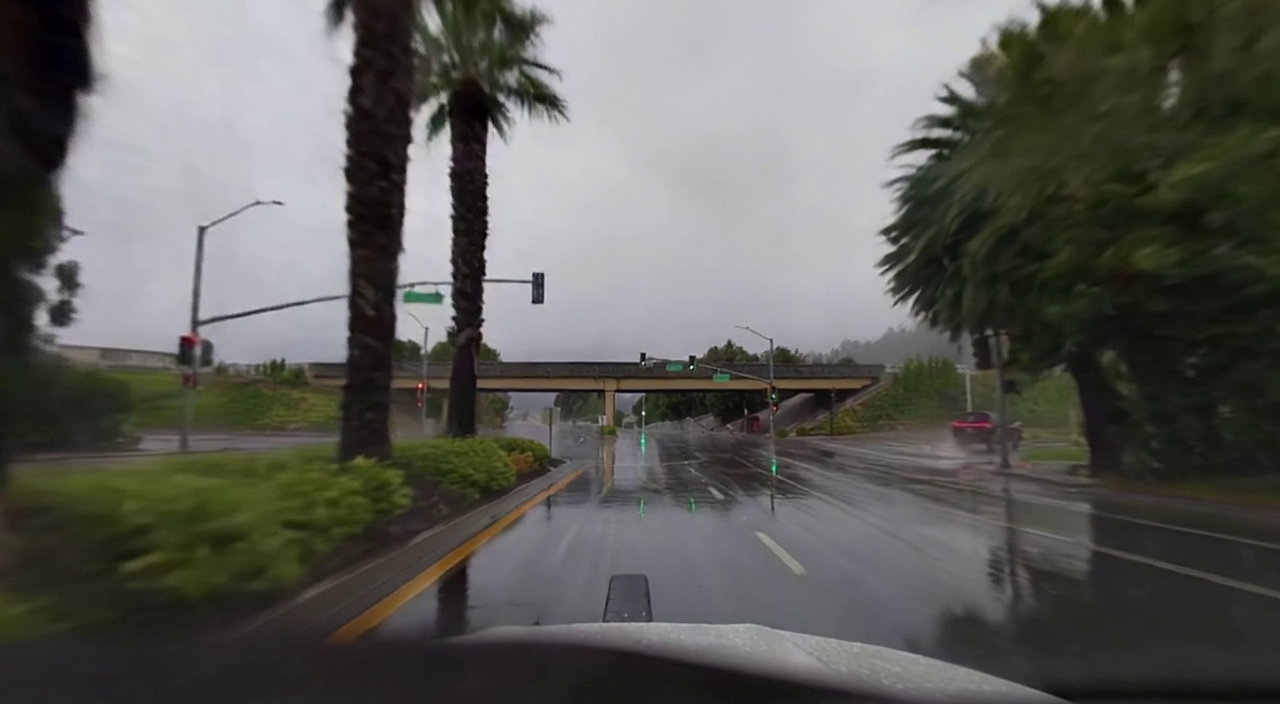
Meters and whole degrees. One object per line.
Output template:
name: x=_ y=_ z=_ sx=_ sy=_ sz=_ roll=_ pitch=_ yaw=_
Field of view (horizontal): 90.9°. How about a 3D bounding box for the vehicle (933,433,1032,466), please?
vehicle: x=15.978 y=4.526 z=29.362 sx=4.556 sy=1.436 sz=1.982 roll=5 pitch=-10 yaw=-32
